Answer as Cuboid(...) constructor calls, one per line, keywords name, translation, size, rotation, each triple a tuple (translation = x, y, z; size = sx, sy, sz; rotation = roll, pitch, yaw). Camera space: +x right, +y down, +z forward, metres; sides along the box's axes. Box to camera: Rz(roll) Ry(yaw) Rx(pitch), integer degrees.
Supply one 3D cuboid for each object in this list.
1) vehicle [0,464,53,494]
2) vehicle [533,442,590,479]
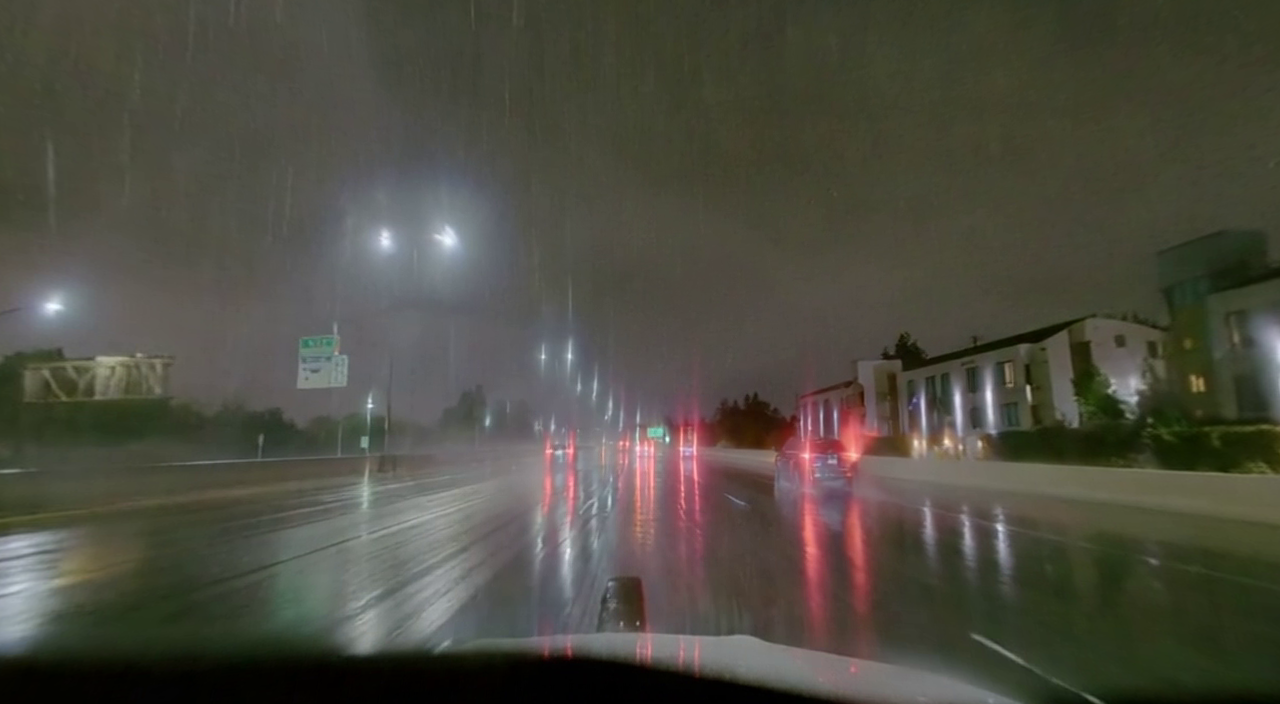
Cuboid(name="vehicle", translation=(-34.503, 6.870, 34.128), size=(1.657, 1.479, 3.767), rotation=(0, -9, 1))
Cuboid(name="vehicle", translation=(-3.678, 5.184, 30.386), size=(2.195, 1.630, 4.336), rotation=(0, -9, 0))
